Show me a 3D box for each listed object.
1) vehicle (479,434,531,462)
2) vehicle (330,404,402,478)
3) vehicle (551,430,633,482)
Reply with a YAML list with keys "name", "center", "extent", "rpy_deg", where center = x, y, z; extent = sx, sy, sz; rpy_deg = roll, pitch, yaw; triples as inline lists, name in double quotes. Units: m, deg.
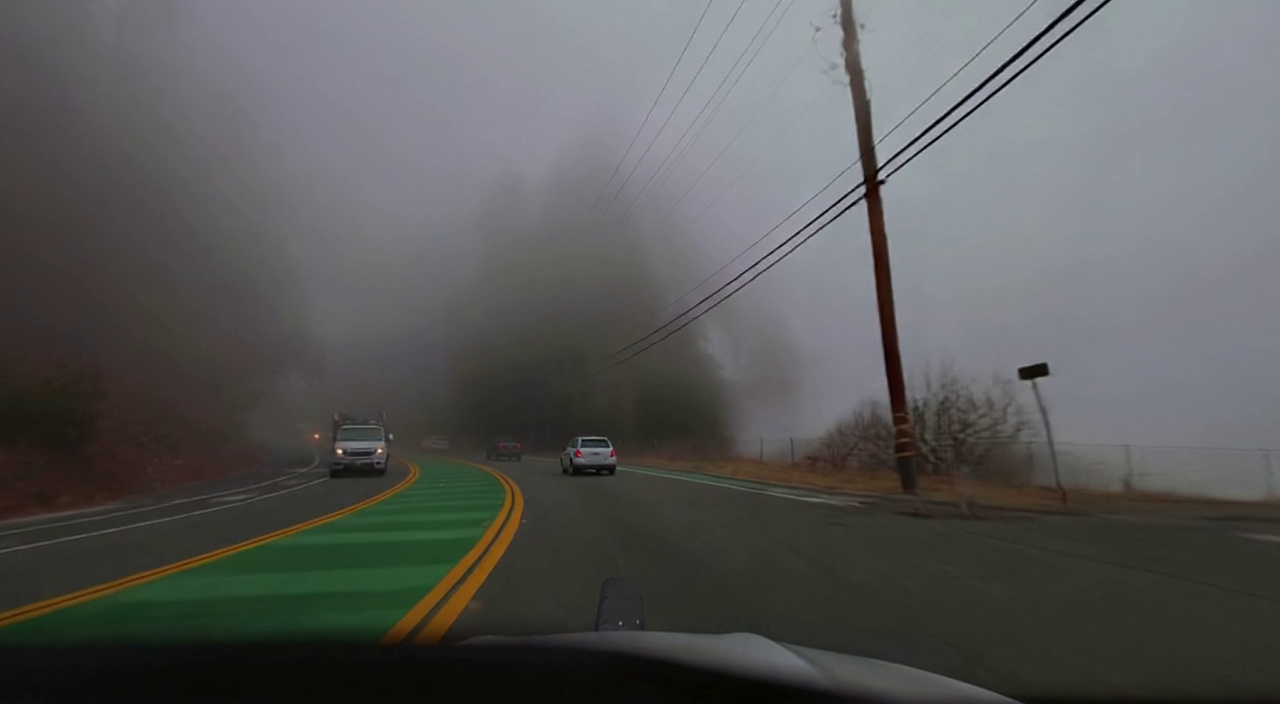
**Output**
- name: "vehicle"
  center: [-8.856, 6.278, 41.161]
  extent: [2.075, 1.699, 4.520]
  rpy_deg: [4, -10, -28]
- name: "vehicle"
  center: [-12.052, 4.002, 28.268]
  extent: [2.413, 2.872, 6.823]
  rpy_deg: [3, -9, -20]
- name: "vehicle"
  center: [-1.958, 3.980, 24.326]
  extent: [2.140, 1.767, 4.720]
  rpy_deg: [2, -9, -17]
